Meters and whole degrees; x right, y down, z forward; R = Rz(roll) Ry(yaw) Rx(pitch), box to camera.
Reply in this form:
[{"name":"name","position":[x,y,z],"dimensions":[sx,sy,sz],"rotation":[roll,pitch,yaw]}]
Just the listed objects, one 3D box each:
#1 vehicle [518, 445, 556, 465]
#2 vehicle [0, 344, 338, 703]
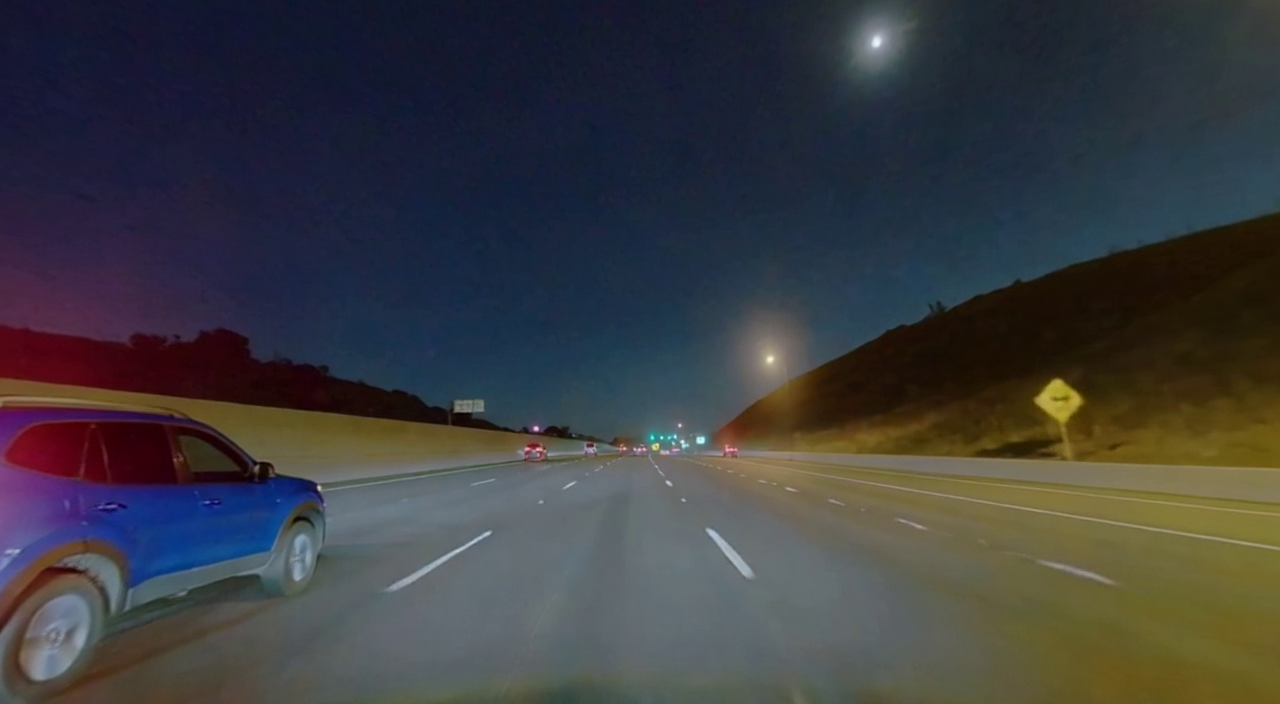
[{"name":"vehicle","position":[-7.737,7.776,47.847],"dimensions":[2.054,1.474,4.450],"rotation":[0,-9,1]},{"name":"vehicle","position":[-3.653,0.912,3.084],"dimensions":[2.047,1.715,4.689],"rotation":[0,-9,-1]}]
